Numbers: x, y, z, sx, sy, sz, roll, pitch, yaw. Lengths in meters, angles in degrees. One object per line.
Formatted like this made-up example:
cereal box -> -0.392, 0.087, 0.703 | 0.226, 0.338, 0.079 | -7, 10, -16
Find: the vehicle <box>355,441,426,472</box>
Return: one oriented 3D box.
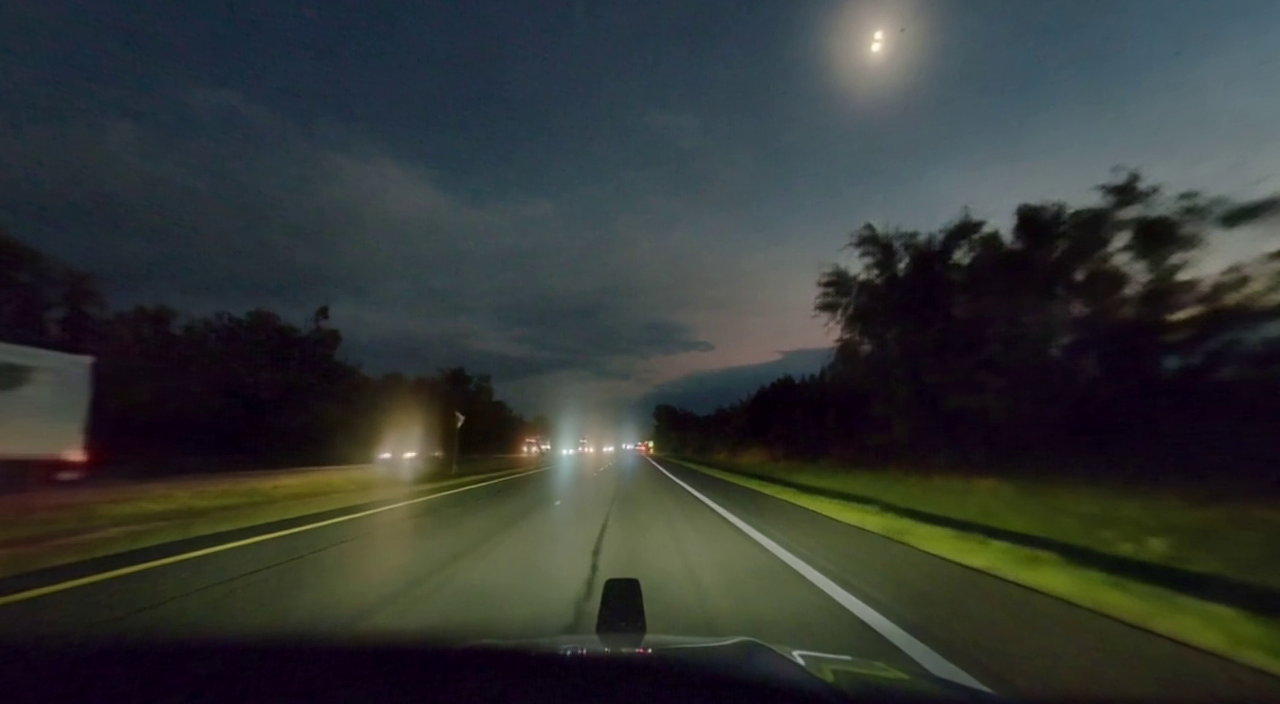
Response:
vehicle -> -12.329, 5.194, 31.432 | 1.925, 1.459, 3.959 | 0, -9, -1
